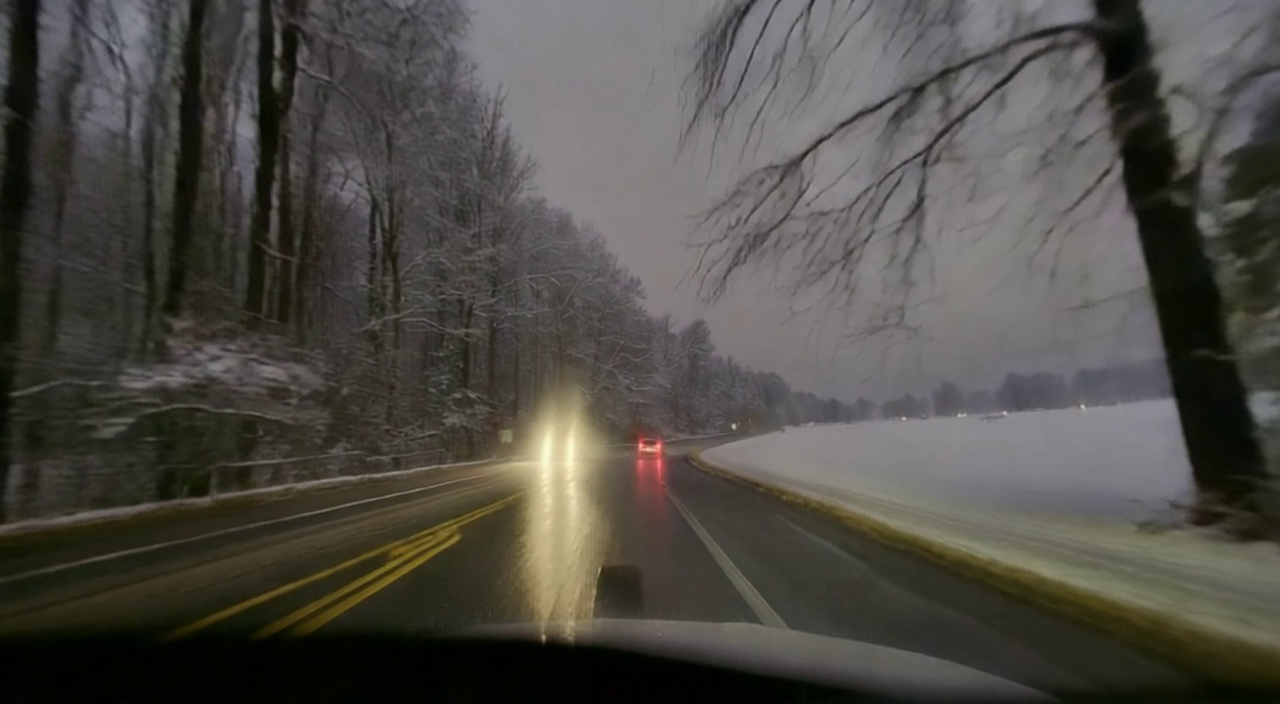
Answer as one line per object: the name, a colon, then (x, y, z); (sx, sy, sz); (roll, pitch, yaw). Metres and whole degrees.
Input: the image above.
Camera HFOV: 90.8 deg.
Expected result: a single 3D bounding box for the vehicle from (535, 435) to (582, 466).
vehicle: (-4.879, 5.982, 38.463); (2.140, 1.727, 4.202); (-1, -9, 3)
